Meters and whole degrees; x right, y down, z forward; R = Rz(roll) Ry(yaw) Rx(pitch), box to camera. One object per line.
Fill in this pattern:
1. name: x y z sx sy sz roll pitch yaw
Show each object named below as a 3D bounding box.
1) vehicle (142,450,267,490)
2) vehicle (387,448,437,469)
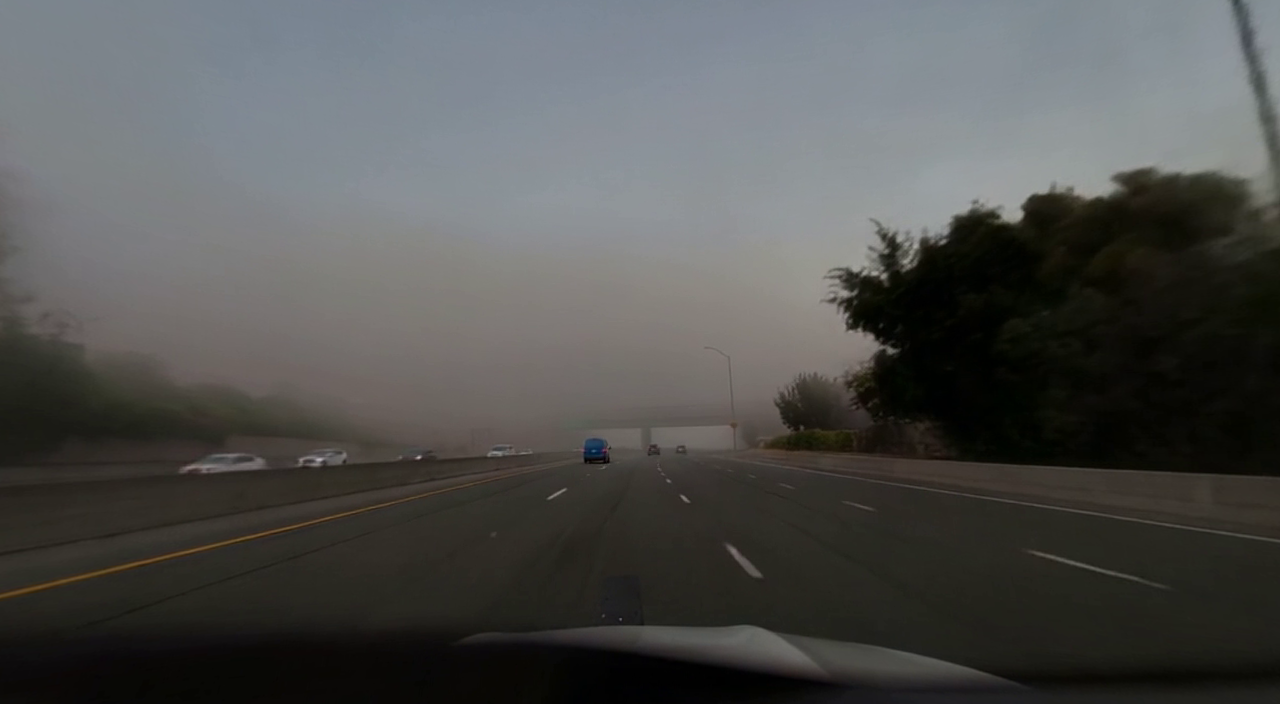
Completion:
1. vehicle: -17.976 4.857 26.395 1.969 1.480 4.473 0 -8 1
2. vehicle: -17.263 8.087 48.020 1.905 1.474 4.495 -1 -8 3
